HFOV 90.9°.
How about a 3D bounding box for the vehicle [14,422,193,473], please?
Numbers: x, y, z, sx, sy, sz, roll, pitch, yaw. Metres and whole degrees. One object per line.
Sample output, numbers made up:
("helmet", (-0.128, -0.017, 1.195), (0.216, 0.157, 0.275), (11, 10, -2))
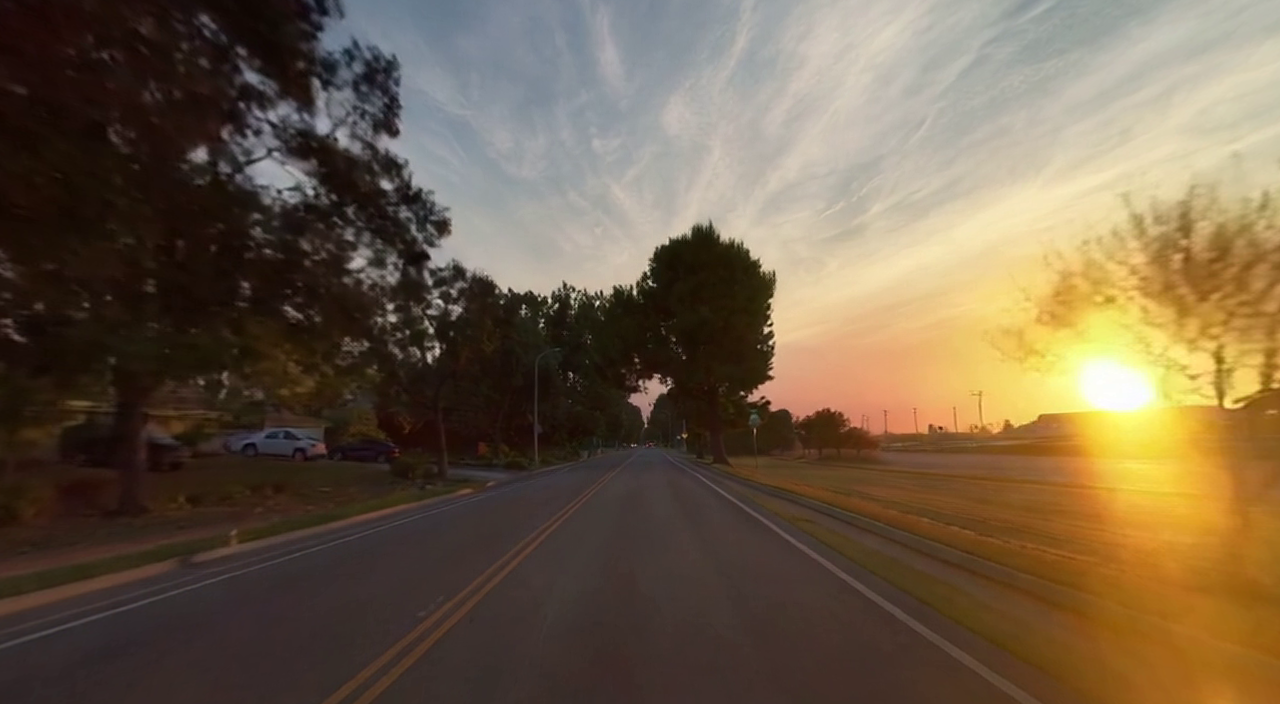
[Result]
("vehicle", (-20.230, 3.618, 23.989), (4.640, 1.765, 2.242), (0, -9, -4))

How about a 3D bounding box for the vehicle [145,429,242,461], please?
("vehicle", (-25.993, 5.424, 36.772), (4.237, 1.701, 1.881), (-2, -9, 1))

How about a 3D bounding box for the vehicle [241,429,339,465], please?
("vehicle", (-20.062, 5.431, 36.246), (4.511, 1.876, 2.044), (0, -8, 10))

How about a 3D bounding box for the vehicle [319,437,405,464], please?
("vehicle", (-18.674, 6.633, 42.542), (5.008, 1.619, 2.102), (1, -8, -15))
